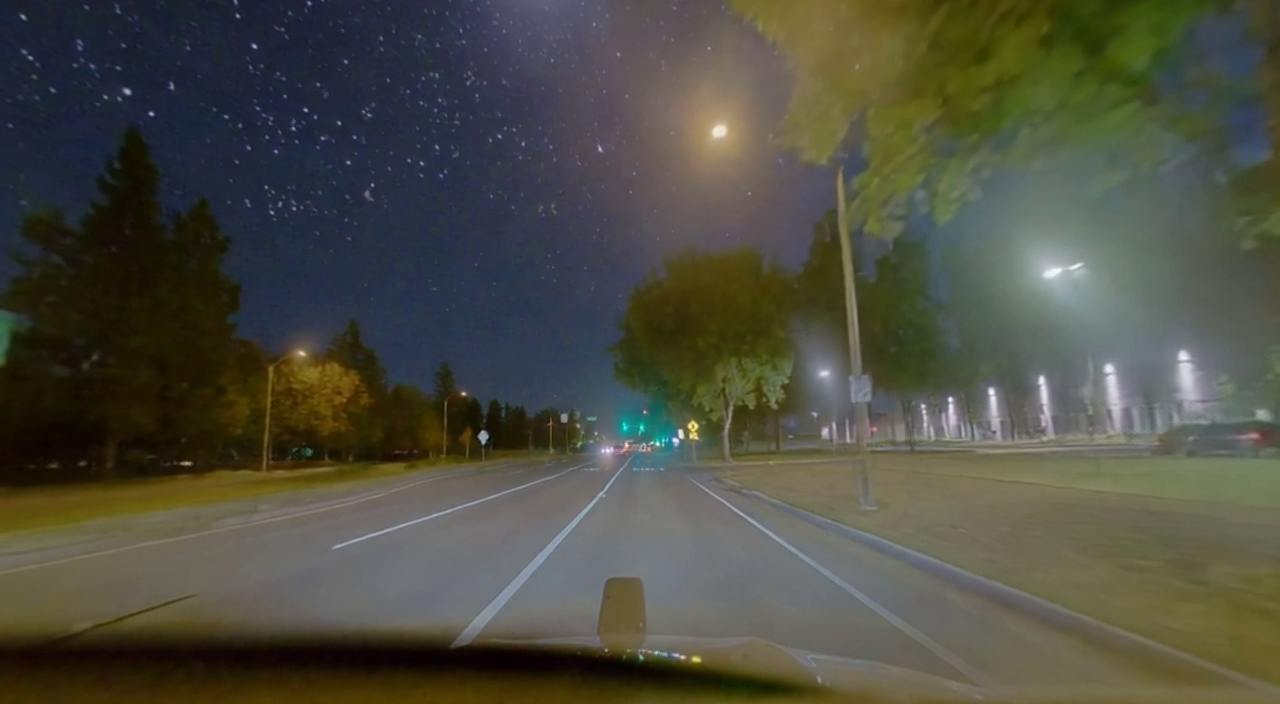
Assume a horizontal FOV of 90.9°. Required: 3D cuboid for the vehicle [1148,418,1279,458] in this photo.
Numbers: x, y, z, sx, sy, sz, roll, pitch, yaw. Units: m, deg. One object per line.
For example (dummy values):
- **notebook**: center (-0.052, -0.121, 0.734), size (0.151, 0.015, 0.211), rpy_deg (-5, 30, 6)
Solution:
- **vehicle**: center (25.976, 3.888, 28.420), size (4.384, 1.682, 1.866), rpy_deg (-1, -9, 3)
